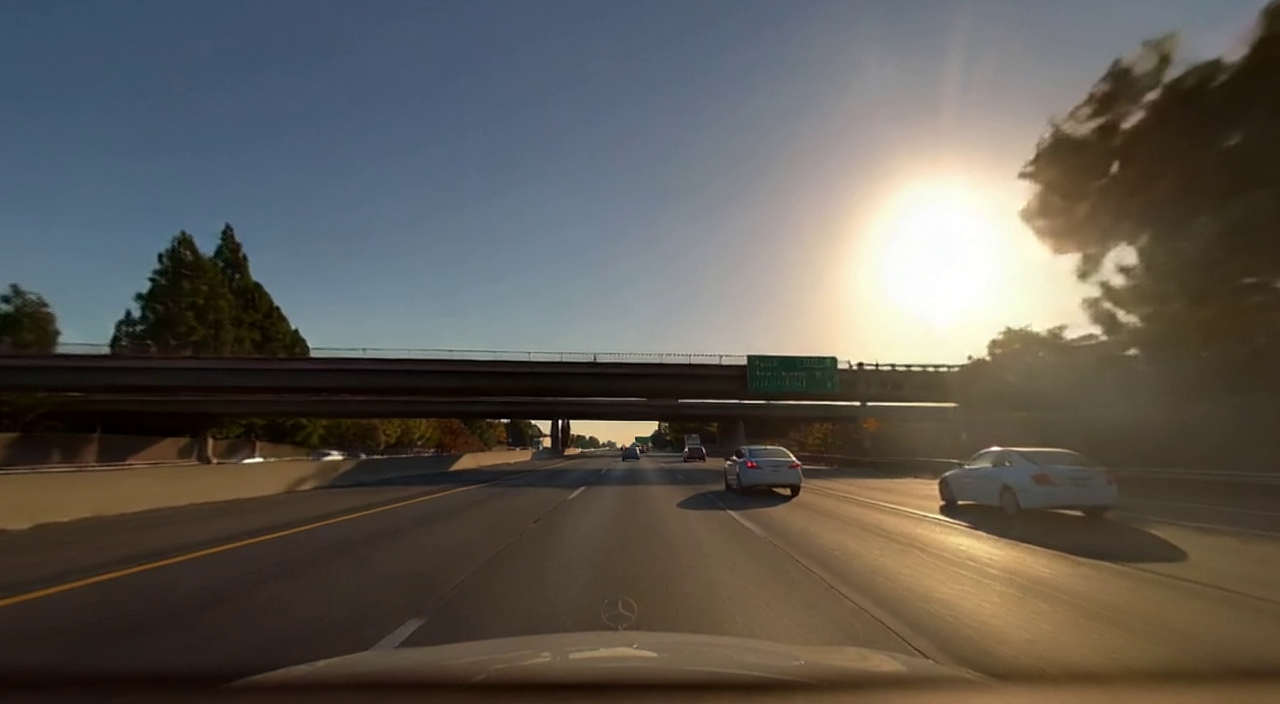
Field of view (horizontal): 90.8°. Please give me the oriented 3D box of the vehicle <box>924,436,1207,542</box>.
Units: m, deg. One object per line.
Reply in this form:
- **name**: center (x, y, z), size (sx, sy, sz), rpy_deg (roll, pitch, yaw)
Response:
- **vehicle**: center (7.213, 2.338, 11.471), size (1.946, 1.497, 4.467), rpy_deg (0, -9, -1)

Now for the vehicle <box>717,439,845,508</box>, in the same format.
- **vehicle**: center (3.341, 2.986, 15.995), size (2.076, 1.472, 4.562), rpy_deg (0, -9, -1)
